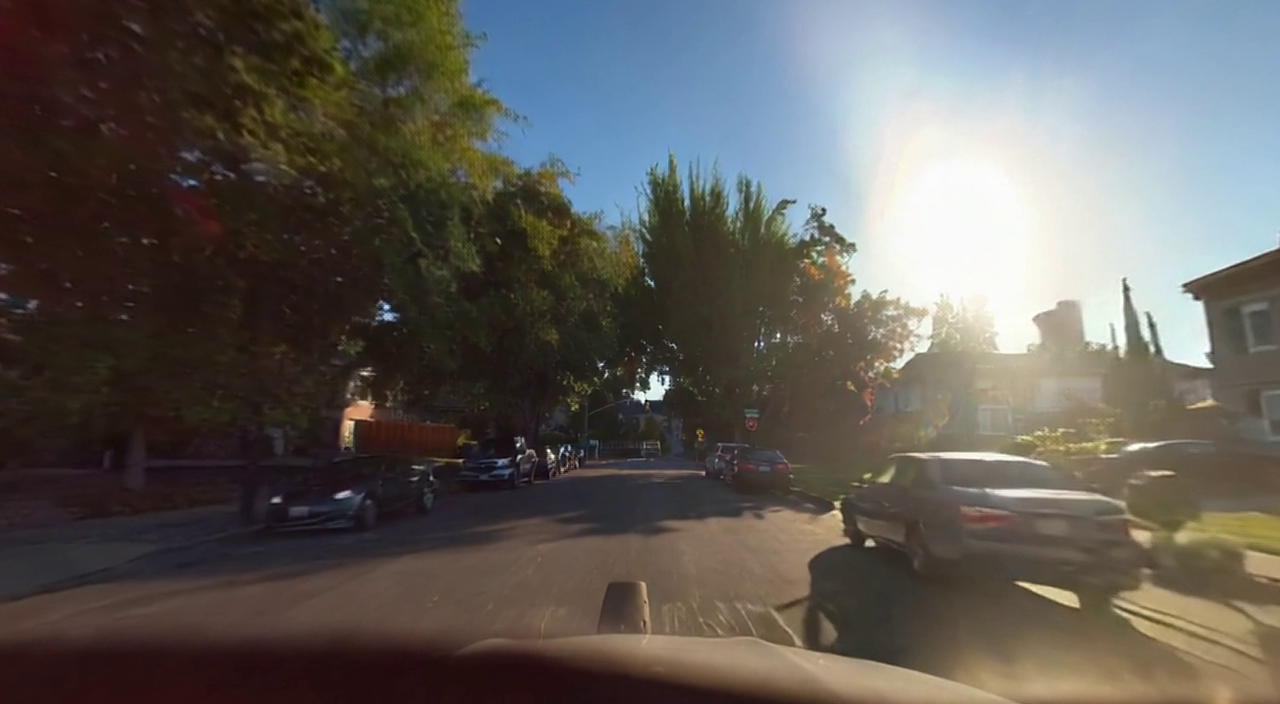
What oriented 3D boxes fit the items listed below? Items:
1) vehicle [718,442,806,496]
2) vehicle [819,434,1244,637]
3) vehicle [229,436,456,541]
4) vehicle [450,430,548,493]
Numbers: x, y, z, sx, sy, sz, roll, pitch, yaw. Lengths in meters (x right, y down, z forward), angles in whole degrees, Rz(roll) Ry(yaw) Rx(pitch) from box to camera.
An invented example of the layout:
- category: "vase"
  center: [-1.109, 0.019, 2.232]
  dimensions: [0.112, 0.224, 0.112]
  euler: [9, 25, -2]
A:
- category: "vehicle"
  center: [3.738, 3.672, 20.130]
  dimensions: [1.987, 1.518, 4.686]
  euler: [0, -9, 2]
- category: "vehicle"
  center: [3.614, 1.736, 7.083]
  dimensions: [1.871, 1.514, 4.553]
  euler: [0, -9, 0]
- category: "vehicle"
  center: [-5.213, 2.404, 11.879]
  dimensions: [1.872, 1.515, 4.535]
  euler: [1, -8, 3]
- category: "vehicle"
  center: [-4.713, 3.742, 21.807]
  dimensions: [2.162, 1.857, 4.758]
  euler: [2, -8, 1]
